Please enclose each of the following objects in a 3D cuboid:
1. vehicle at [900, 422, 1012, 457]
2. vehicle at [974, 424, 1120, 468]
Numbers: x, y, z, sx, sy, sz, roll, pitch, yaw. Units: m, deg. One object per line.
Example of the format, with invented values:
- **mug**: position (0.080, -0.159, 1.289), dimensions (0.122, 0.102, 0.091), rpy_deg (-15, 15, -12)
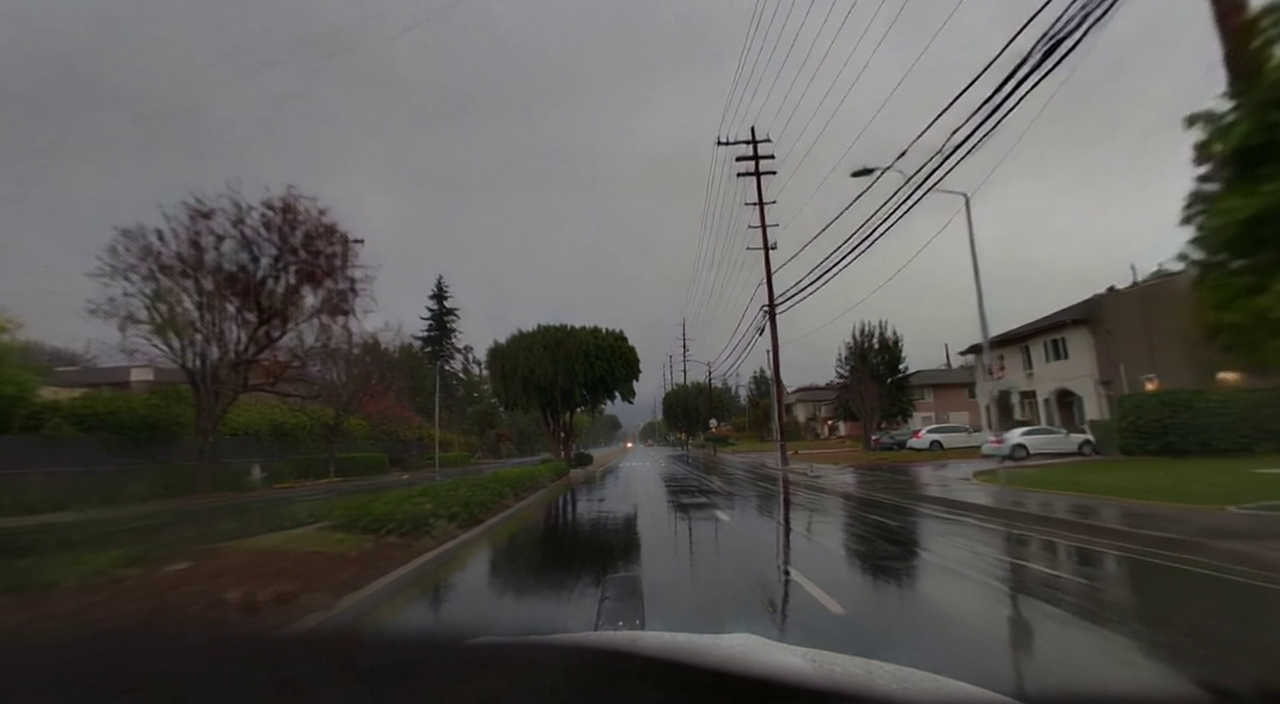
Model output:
- **vehicle**: position (16.768, 4.662, 33.727), dimensions (4.833, 1.786, 2.136), rpy_deg (0, -8, -1)
- **vehicle**: position (16.751, 3.882, 26.186), dimensions (4.560, 1.725, 2.096), rpy_deg (0, -8, -2)
